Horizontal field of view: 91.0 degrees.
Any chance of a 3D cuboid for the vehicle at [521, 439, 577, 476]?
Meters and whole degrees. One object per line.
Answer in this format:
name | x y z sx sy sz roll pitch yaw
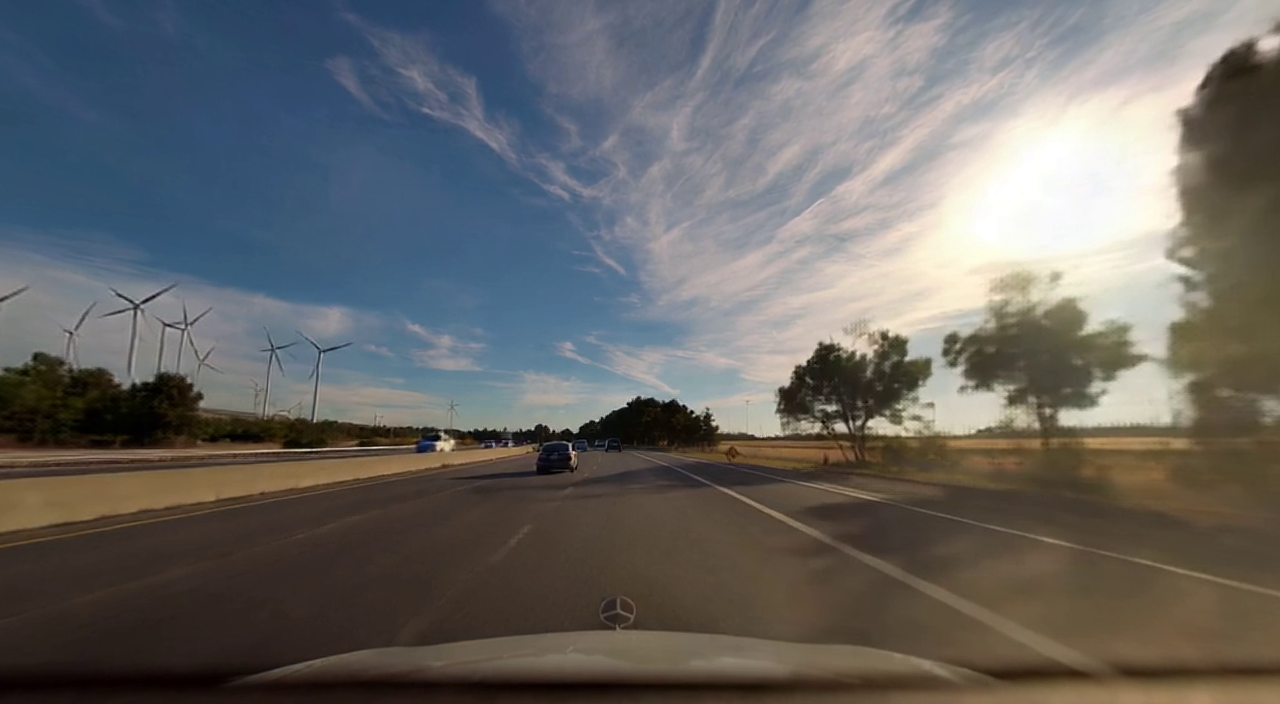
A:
vehicle | -4.012 4.725 28.533 2.053 1.549 4.097 0 -8 -2
